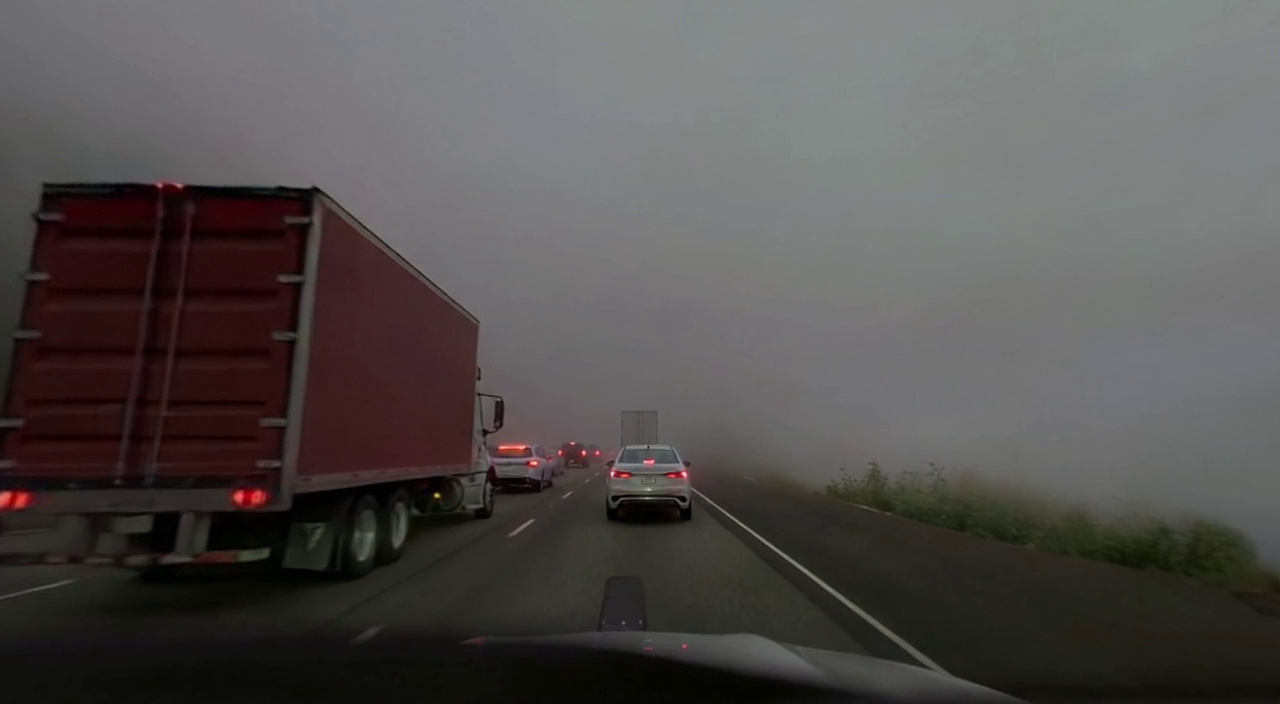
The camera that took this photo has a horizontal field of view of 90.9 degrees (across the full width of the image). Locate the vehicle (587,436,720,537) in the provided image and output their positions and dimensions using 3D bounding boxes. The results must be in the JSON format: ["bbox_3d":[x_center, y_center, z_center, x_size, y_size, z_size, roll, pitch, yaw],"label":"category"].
[{"bbox_3d":[0.178,2.293,11.232,1.995,1.495,3.380,0,-9,-1],"label":"vehicle"}]

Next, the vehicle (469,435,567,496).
[{"bbox_3d":[-3.637,3.479,19.627,2.165,1.638,4.317,0,-9,0],"label":"vehicle"}]

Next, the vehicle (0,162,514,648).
[{"bbox_3d":[-3.895,0.872,8.131,2.832,3.293,7.782,0,-9,1],"label":"vehicle"}]
